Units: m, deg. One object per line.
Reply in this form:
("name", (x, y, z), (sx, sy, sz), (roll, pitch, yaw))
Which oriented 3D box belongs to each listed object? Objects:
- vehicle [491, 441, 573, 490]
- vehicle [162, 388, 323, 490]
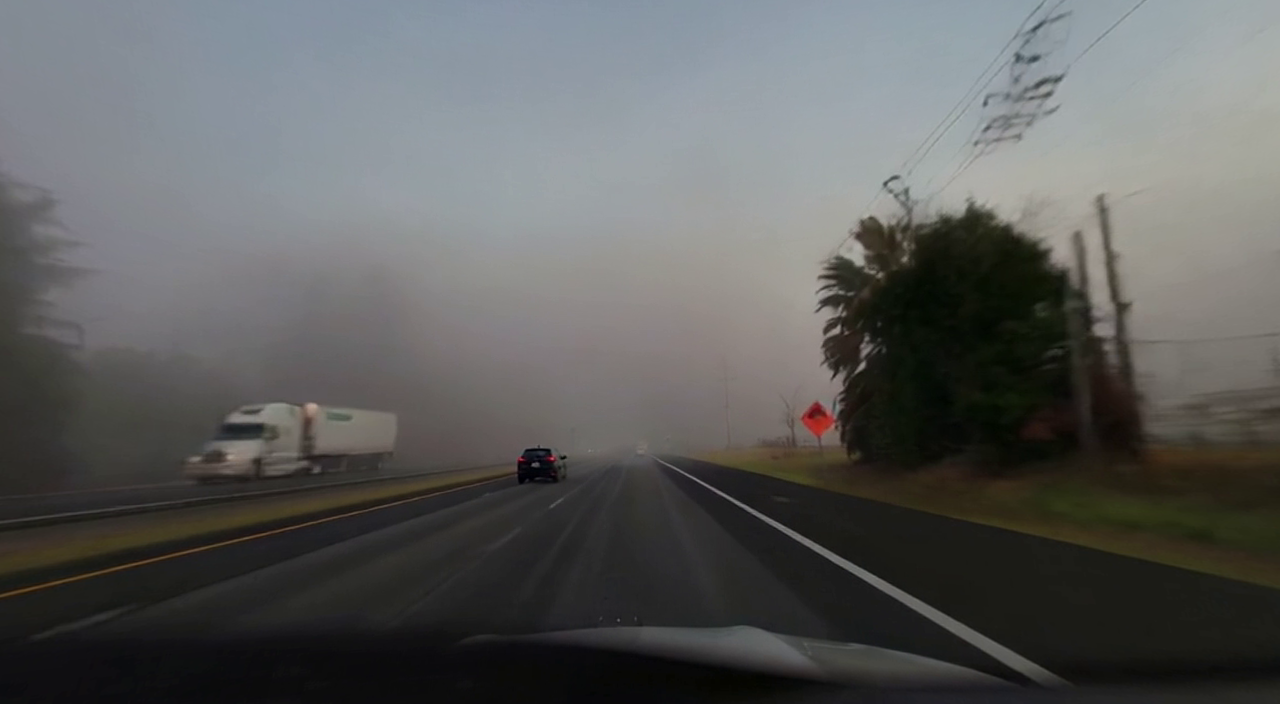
("vehicle", (-3.703, 3.968, 22.287), (2.123, 1.545, 4.404), (0, -9, 0))
("vehicle", (-17.199, 3.891, 27.762), (3.057, 3.975, 5.932), (0, -9, 0))
